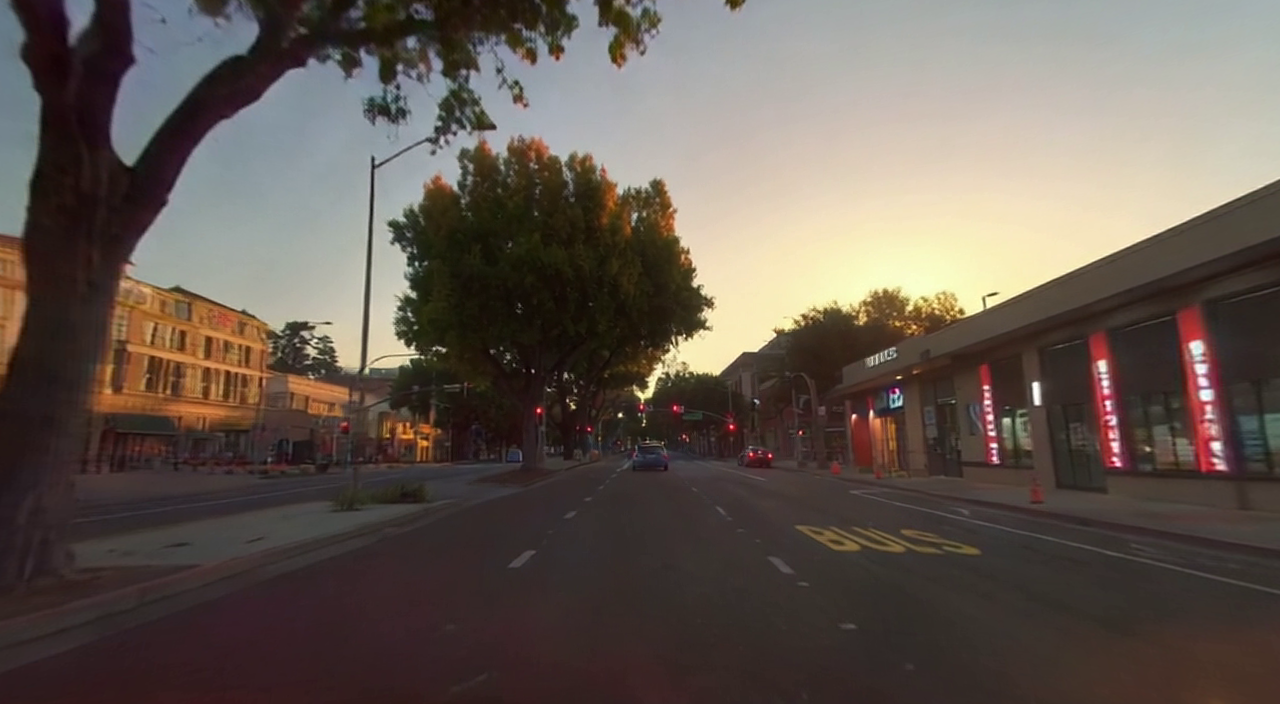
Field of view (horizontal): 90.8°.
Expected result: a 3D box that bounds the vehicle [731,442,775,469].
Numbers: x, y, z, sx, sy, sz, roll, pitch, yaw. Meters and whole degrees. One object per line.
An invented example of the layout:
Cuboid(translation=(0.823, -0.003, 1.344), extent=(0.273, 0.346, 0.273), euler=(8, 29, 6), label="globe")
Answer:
Cuboid(translation=(7.762, 7.141, 43.736), extent=(1.987, 1.772, 4.749), euler=(0, -8, -2), label="vehicle")

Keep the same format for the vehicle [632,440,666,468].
Cuboid(translation=(0.617, 6.878, 42.774), extent=(2.223, 1.775, 4.250), euler=(0, -8, 1), label="vehicle")
